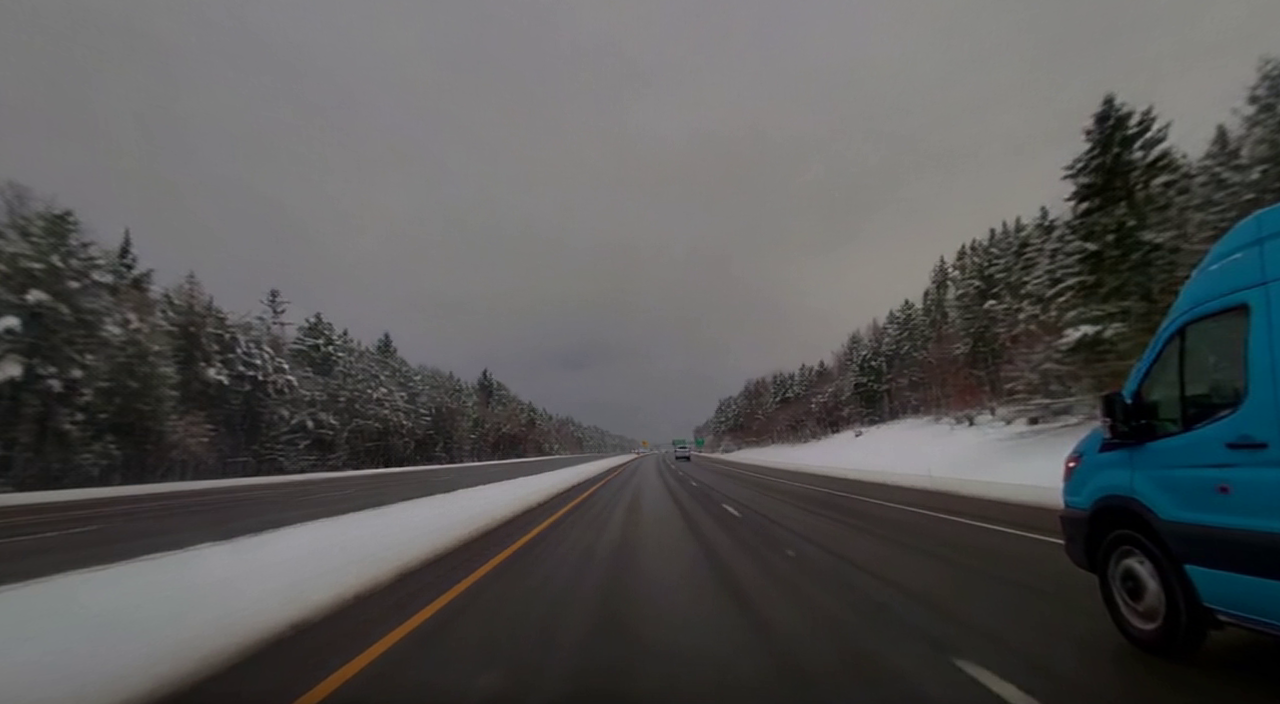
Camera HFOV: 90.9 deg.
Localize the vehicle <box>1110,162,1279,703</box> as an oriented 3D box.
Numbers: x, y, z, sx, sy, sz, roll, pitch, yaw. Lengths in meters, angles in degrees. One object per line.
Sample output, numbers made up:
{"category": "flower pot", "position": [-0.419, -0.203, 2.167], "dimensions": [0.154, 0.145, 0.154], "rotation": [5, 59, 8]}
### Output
{"category": "vehicle", "position": [4.097, 0.104, 0.530], "dimensions": [2.522, 2.556, 6.180], "rotation": [0, -9, 0]}
